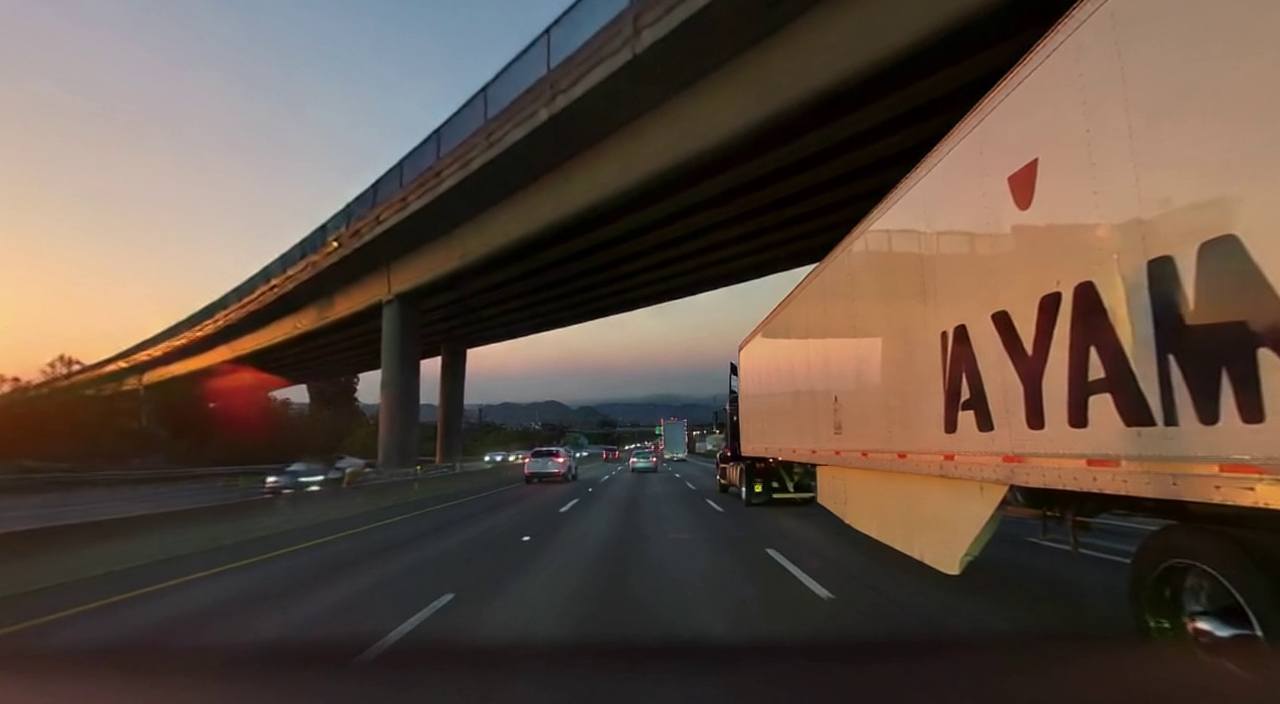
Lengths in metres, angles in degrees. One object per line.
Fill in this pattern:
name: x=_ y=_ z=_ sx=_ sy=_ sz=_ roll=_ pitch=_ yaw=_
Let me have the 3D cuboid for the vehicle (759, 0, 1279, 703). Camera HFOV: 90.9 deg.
vehicle: x=3.878 y=0.303 z=6.879 sx=2.821 sy=4.077 sz=12.562 roll=0 pitch=-9 yaw=1

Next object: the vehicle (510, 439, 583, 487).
vehicle: x=-3.649 y=4.452 z=25.690 sx=2.091 sy=1.722 sz=4.974 roll=-1 pitch=-9 yaw=2

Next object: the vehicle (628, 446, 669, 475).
vehicle: x=0.435 y=5.859 z=34.346 sx=2.063 sy=1.469 sz=4.208 roll=0 pitch=-9 yaw=0
